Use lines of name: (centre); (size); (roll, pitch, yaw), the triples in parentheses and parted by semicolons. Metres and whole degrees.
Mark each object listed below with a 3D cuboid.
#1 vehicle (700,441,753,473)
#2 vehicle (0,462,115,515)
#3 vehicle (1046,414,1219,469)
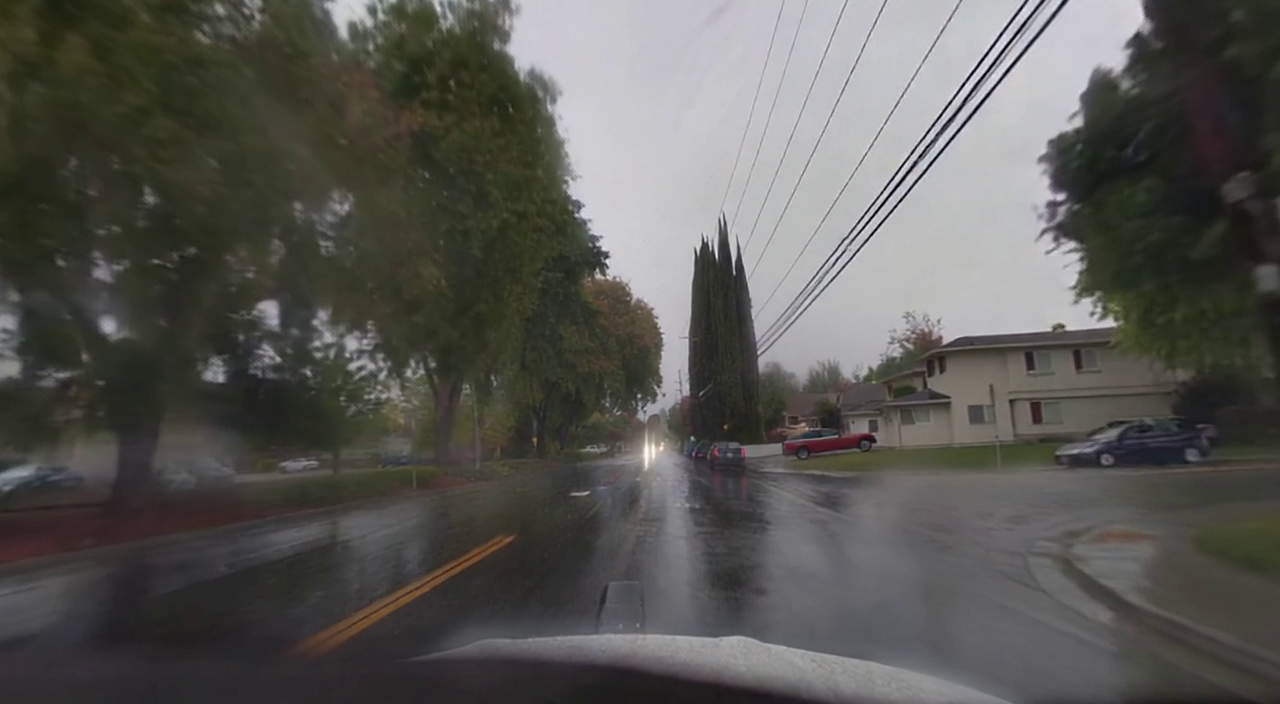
vehicle: (4.156, 5.118, 30.988); (1.990, 1.435, 4.526); (0, -8, 0)
vehicle: (-18.421, 3.985, 18.556); (4.212, 1.392, 1.902); (4, -9, -28)
vehicle: (16.164, 2.958, 20.919); (4.058, 1.697, 1.943); (0, -8, 0)
